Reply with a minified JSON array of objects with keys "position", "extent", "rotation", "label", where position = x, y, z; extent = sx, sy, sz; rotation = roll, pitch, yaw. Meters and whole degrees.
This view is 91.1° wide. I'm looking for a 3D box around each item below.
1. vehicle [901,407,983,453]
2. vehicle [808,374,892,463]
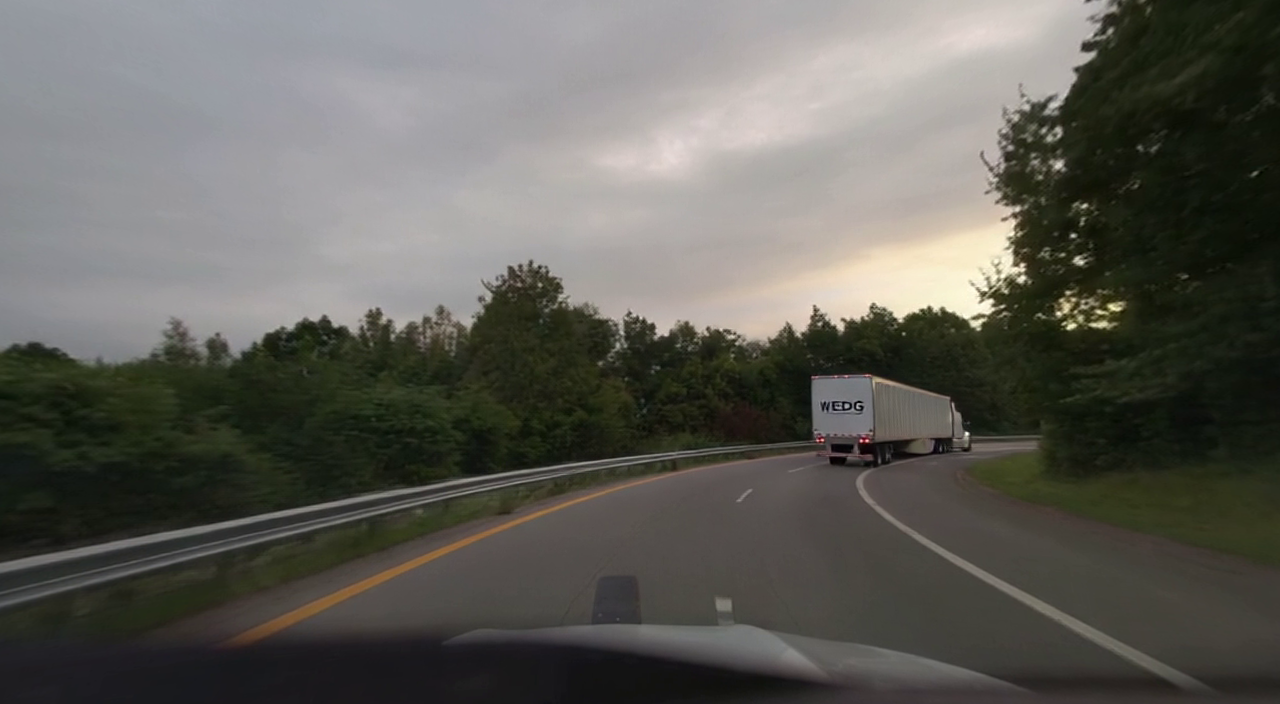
[{"position":[18.457,4.783,38.180],"extent":[6.650,2.524,2.120],"rotation":[8,-11,-43],"label":"vehicle"},{"position":[9.620,3.071,28.743],"extent":[2.963,3.771,3.137],"rotation":[-4,-9,29],"label":"vehicle"}]
